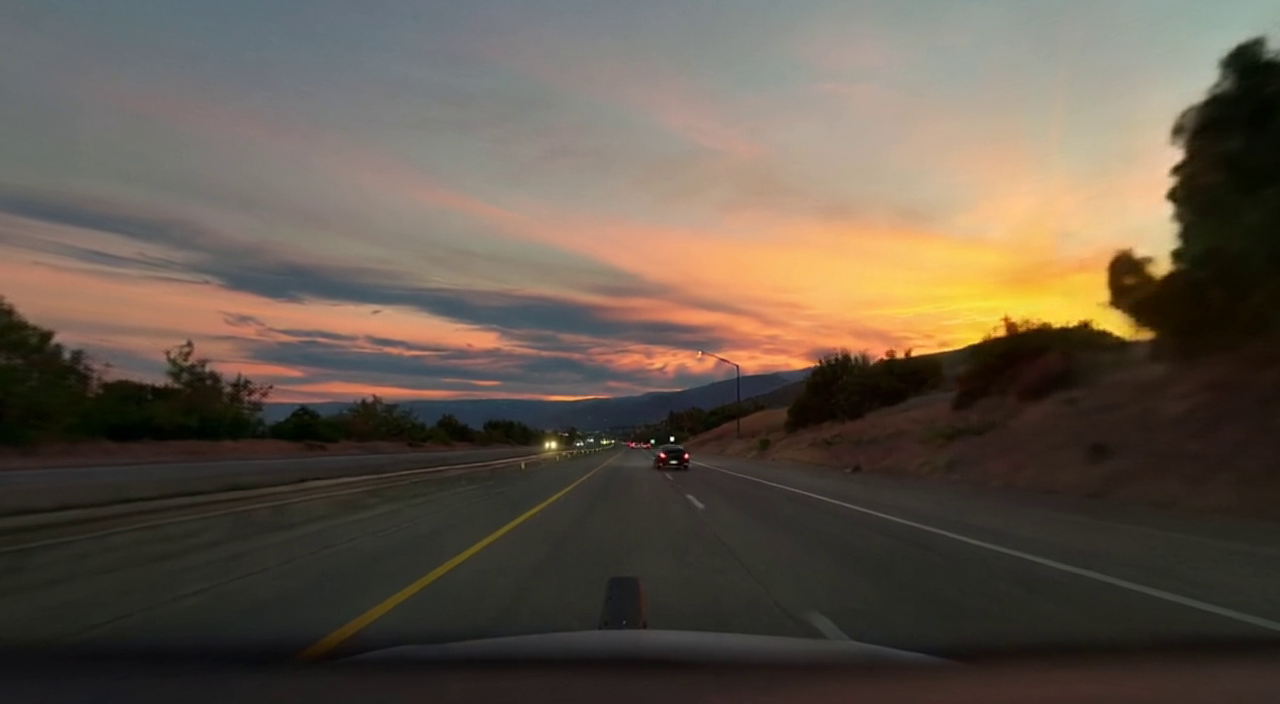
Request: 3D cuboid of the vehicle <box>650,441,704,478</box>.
[{"bbox_3d":[1.552,4.709,27.860,1.991,1.475,4.302,0,-8,-2],"label":"vehicle"}]
